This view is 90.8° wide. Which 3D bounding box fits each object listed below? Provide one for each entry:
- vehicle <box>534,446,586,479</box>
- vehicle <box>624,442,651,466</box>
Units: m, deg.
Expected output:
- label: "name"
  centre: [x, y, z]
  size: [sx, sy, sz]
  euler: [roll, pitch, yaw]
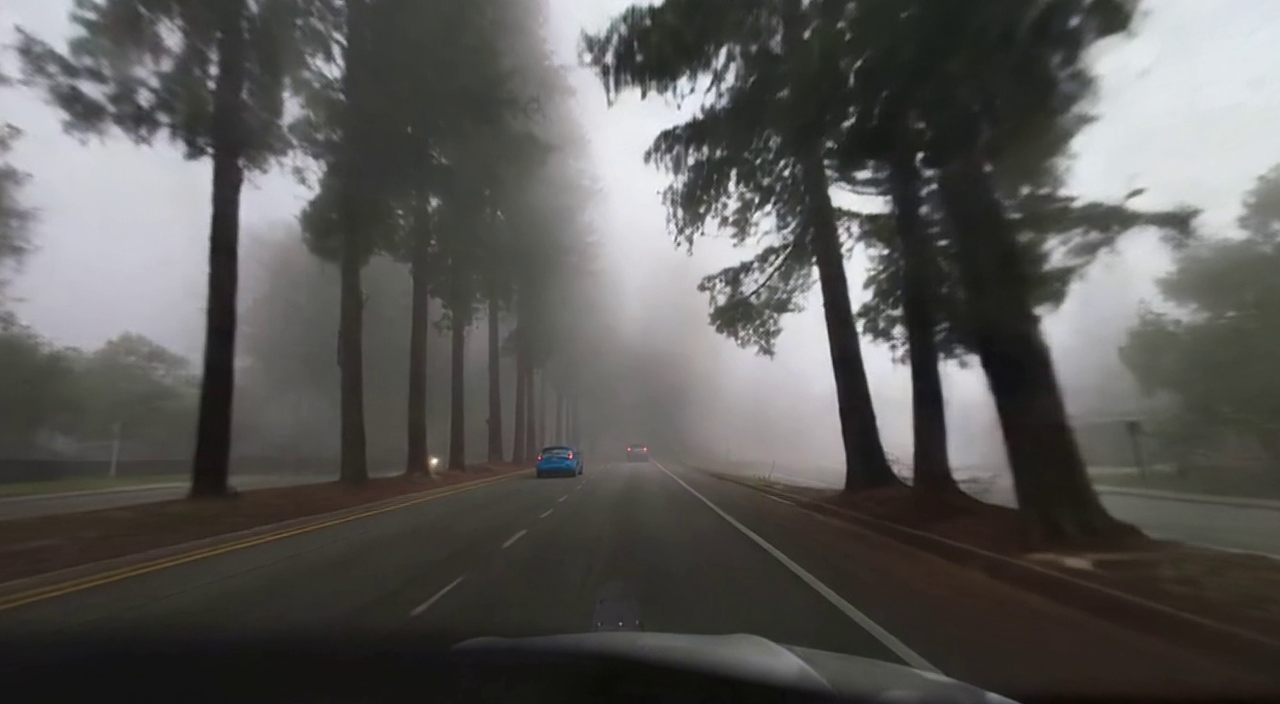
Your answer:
- label: "vehicle"
  centre: [-3.731, 5.242, 30.171]
  size: [1.917, 1.448, 4.178]
  euler: [0, -9, 0]
- label: "vehicle"
  centre: [-0.215, 7.989, 49.459]
  size: [2.018, 1.769, 3.897]
  euler: [0, -9, 0]
